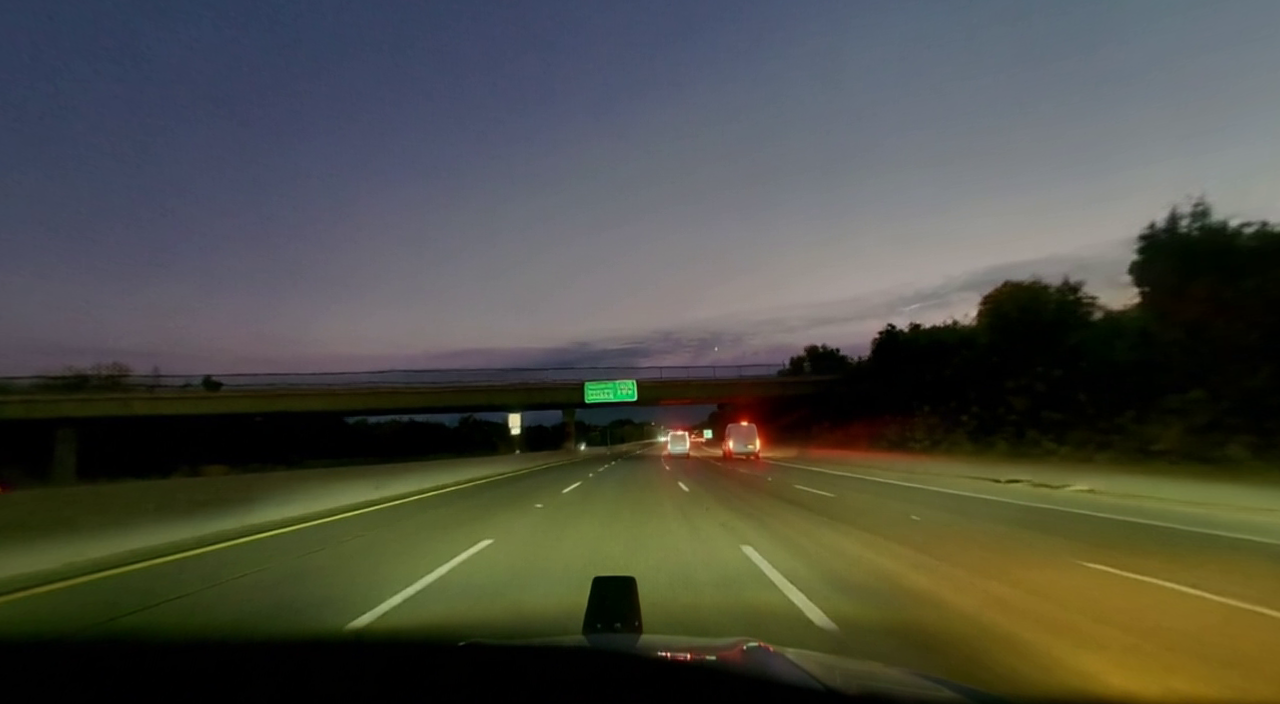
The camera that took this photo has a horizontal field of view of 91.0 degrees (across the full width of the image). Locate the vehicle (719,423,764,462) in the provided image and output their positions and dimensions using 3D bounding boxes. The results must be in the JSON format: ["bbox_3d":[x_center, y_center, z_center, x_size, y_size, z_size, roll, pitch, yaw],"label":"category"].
[{"bbox_3d":[7.705,6.971,48.370,2.379,2.819,6.294,0,-8,0],"label":"vehicle"}]
